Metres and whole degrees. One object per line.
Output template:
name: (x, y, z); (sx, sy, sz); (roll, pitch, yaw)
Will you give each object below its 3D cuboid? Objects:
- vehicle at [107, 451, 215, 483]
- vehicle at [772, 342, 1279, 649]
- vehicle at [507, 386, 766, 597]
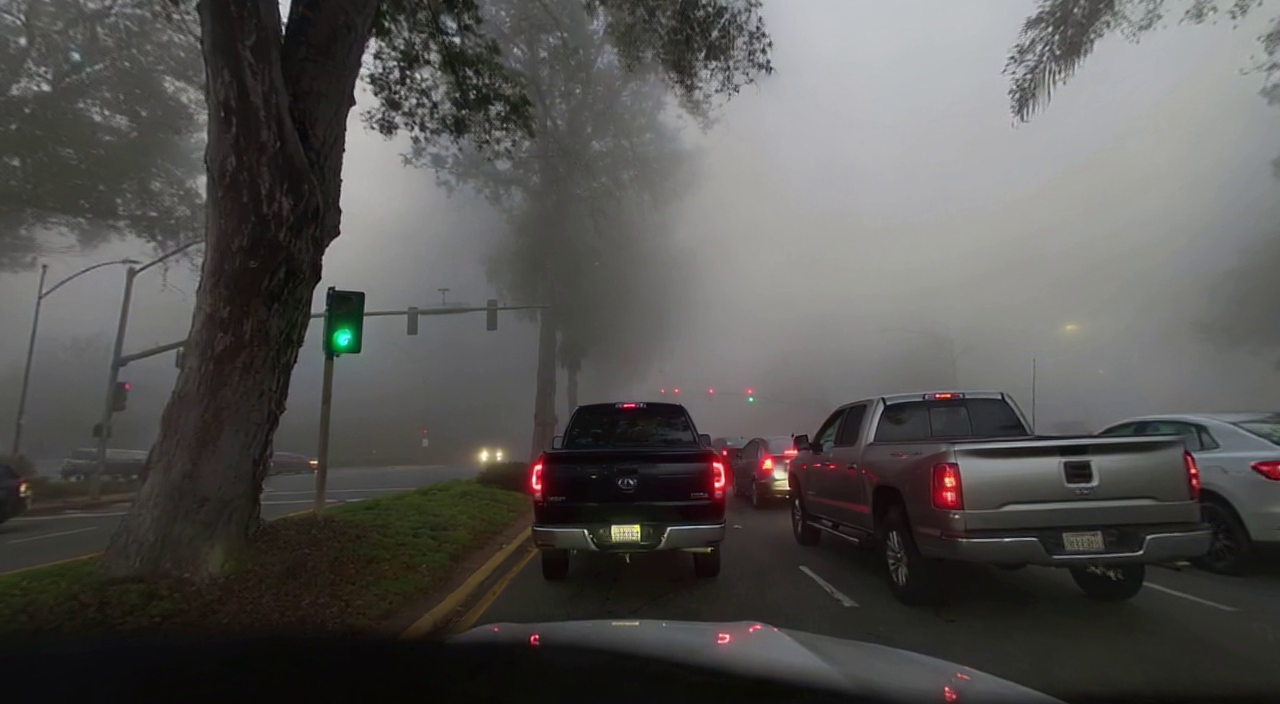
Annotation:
vehicle: (-26.377, 6.326, 35.022); (4.437, 1.669, 1.936); (5, -10, -30)
vehicle: (3.321, 1.321, 6.927); (2.412, 1.953, 5.682); (0, -9, -1)
vehicle: (-0.063, 1.577, 8.055); (2.240, 1.821, 5.001); (0, -9, -1)
